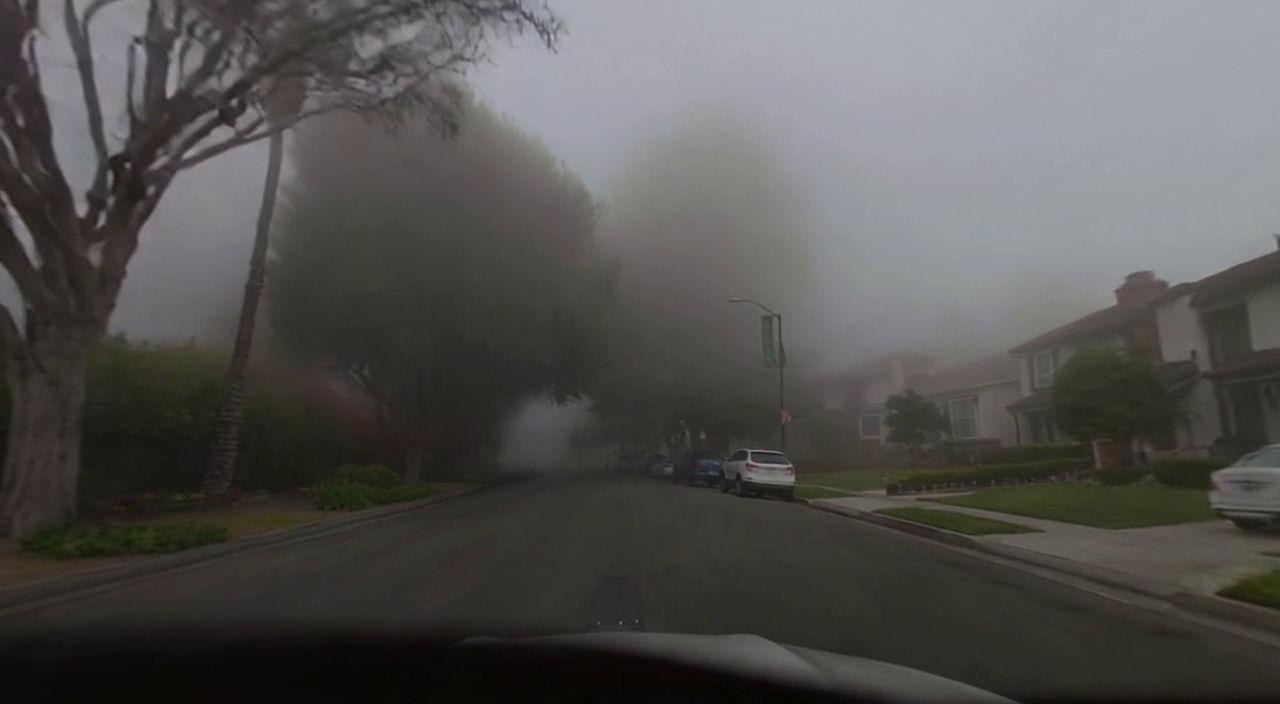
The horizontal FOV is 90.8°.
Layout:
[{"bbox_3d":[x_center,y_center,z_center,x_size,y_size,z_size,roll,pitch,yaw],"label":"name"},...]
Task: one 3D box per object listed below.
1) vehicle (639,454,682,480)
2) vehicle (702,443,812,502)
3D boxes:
[{"bbox_3d":[1.489,8.808,48.728,2.111,1.771,4.942,2,-9,-13],"label":"vehicle"},{"bbox_3d":[4.277,4.574,24.431,2.715,1.900,6.163,3,-9,-4],"label":"vehicle"}]
